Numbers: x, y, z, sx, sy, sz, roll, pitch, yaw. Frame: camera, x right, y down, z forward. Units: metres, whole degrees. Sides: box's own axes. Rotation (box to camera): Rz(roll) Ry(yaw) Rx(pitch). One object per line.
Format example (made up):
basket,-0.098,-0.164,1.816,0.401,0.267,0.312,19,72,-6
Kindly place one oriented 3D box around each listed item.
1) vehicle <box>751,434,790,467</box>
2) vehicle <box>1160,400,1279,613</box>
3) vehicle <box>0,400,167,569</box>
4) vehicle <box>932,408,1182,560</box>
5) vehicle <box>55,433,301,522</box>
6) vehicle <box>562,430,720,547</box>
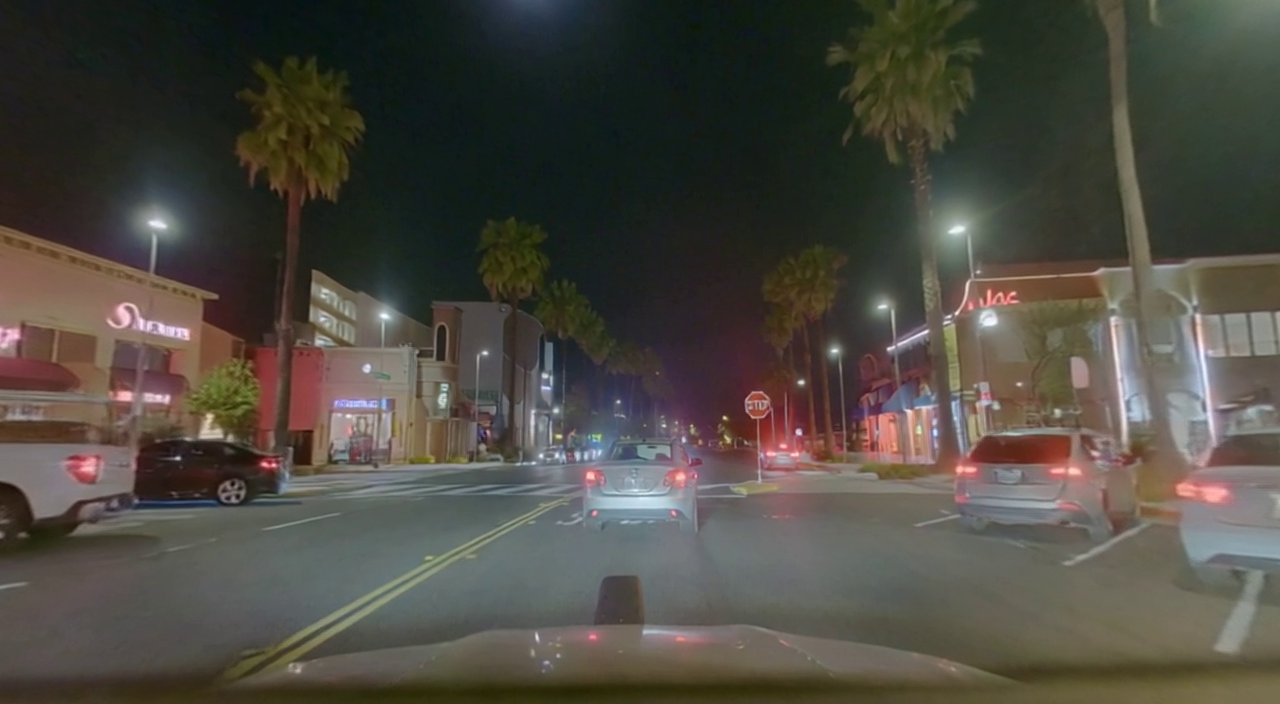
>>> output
vehicle,10.216,7.667,49.388,2.467,2.369,1.577,3,-8,-37
vehicle,6.517,1.301,5.759,3.754,1.592,1.939,7,-11,-40
vehicle,-10.170,1.590,7.474,6.873,2.051,2.823,7,-10,-44
vehicle,6.255,1.780,9.248,4.623,1.650,1.937,8,-12,-43
vehicle,-10.609,2.812,14.719,4.223,1.731,2.089,8,-12,-44
vehicle,0.148,2.047,10.139,2.031,1.479,3.969,-1,-8,4
